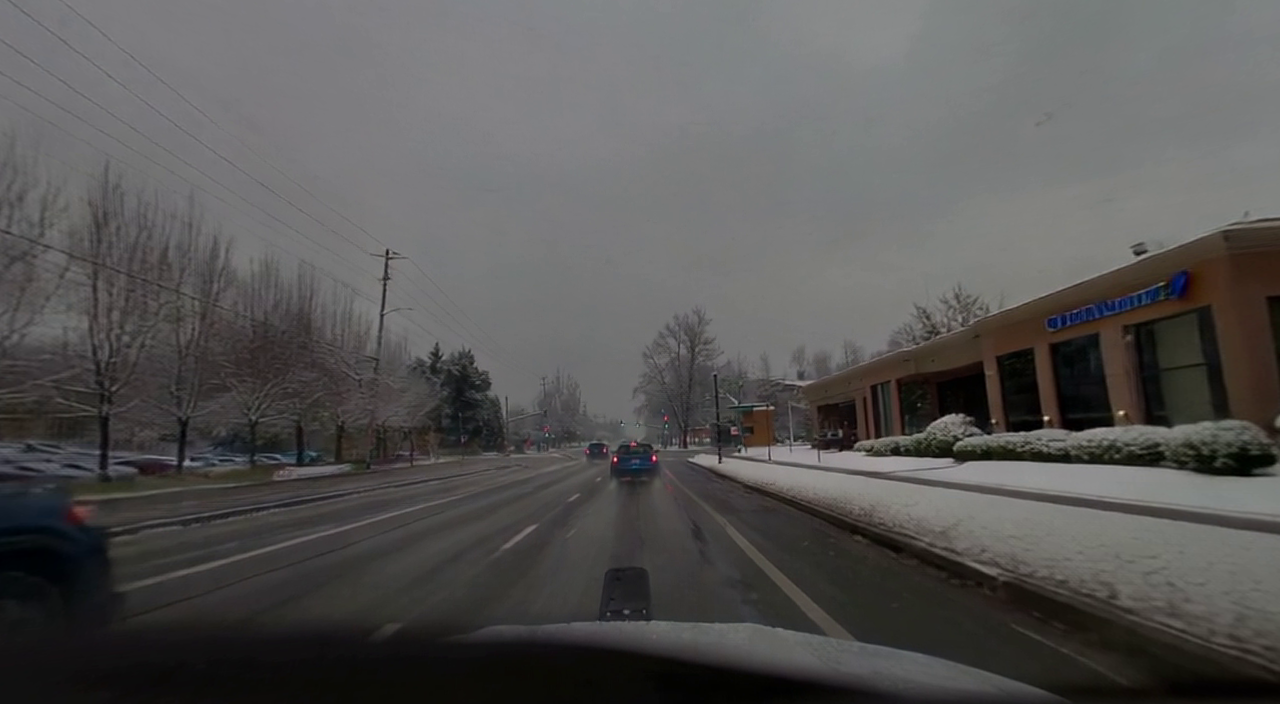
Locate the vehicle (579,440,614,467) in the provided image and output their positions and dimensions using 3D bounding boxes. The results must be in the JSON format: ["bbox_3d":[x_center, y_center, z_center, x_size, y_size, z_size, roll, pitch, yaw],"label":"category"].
[{"bbox_3d":[-3.135,7.440,46.408,2.064,1.859,5.154,0,-8,2],"label":"vehicle"}]

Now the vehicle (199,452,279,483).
[{"bbox_3d":[-24.514,7.044,38.741,1.791,1.724,4.432,0,-9,2],"label":"vehicle"}]

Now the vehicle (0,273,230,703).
[{"bbox_3d":[-3.716,0.476,0.999,2.358,1.990,5.447,0,-8,1],"label":"vehicle"}]

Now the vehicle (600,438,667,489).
[{"bbox_3d":[-0.187,3.849,22.099,2.108,1.612,4.246,0,-8,1],"label":"vehicle"}]
